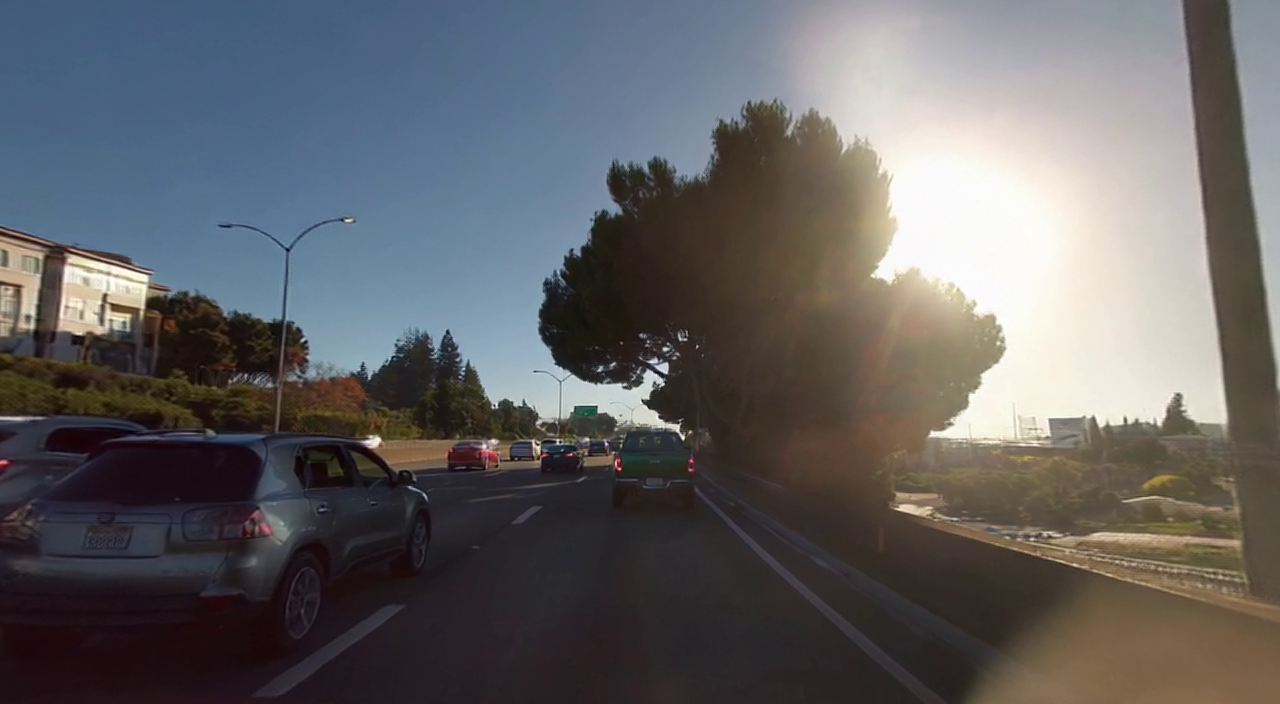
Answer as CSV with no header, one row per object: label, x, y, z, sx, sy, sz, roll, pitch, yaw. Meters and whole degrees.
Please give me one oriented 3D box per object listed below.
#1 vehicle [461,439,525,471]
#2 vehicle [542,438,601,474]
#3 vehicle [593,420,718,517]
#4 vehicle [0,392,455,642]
vehicle,-7.104,5.009,30.956,1.856,1.459,4.251,-1,-9,4
vehicle,-2.905,4.528,27.715,1.868,1.470,4.105,-1,-9,4
vehicle,0.313,2.430,13.620,2.235,1.716,4.435,0,-9,1
vehicle,-3.731,1.450,6.568,2.076,1.688,4.334,-1,-9,3
